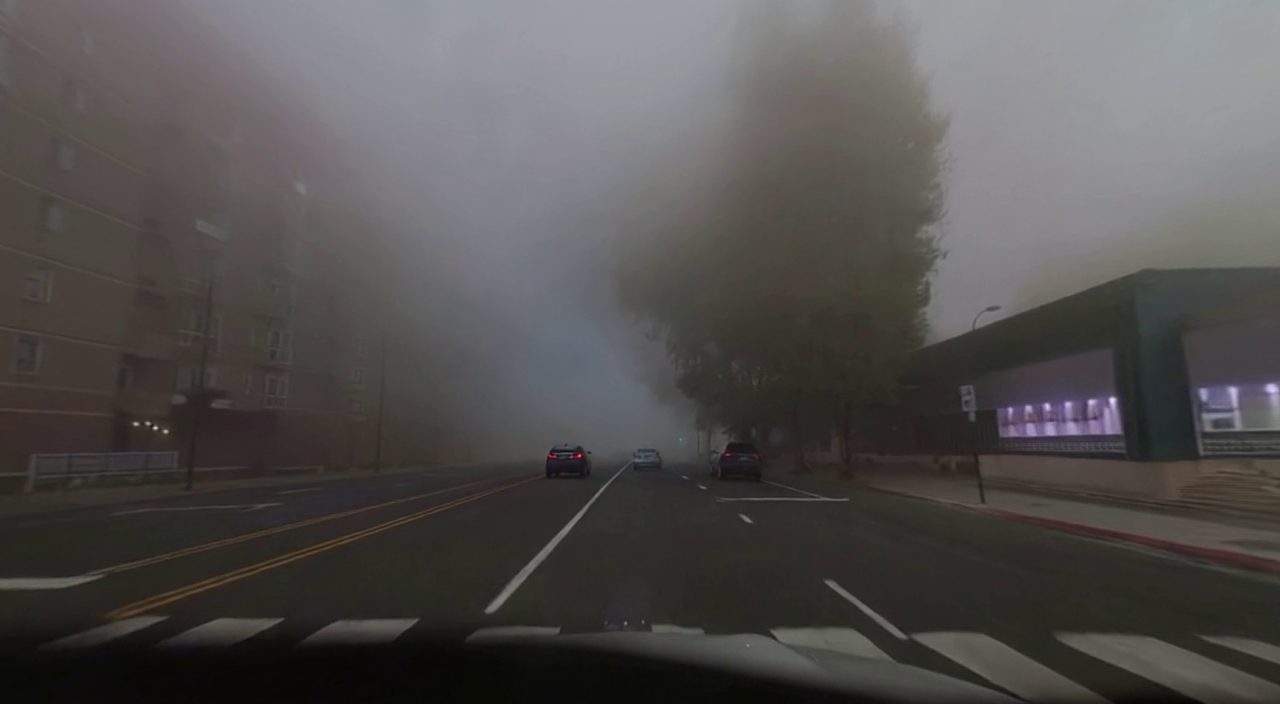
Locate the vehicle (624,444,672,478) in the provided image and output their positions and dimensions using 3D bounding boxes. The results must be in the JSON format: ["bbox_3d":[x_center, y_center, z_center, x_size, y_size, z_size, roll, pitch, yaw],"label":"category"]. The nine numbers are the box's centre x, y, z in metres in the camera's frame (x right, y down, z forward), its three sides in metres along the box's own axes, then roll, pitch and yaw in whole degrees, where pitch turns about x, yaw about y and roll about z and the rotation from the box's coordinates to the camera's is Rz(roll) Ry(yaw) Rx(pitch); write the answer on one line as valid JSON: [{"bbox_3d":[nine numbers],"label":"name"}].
[{"bbox_3d":[0.323,5.097,29.686,2.103,1.468,4.094,0,-9,-1],"label":"vehicle"}]

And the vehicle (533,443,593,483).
[{"bbox_3d":[-3.037,4.468,25.660,1.860,1.510,4.073,0,-9,1],"label":"vehicle"}]

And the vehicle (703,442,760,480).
[{"bbox_3d":[4.154,5.019,29.342,1.987,1.637,3.896,0,-9,-1],"label":"vehicle"}]
